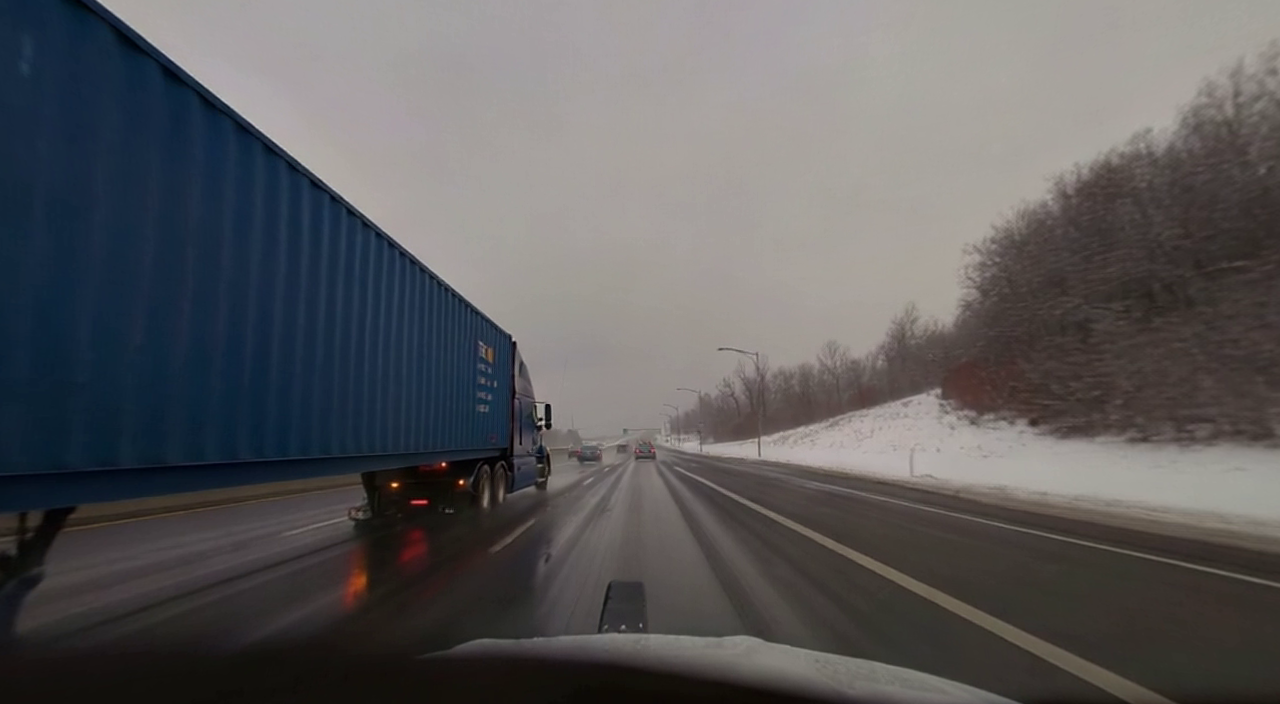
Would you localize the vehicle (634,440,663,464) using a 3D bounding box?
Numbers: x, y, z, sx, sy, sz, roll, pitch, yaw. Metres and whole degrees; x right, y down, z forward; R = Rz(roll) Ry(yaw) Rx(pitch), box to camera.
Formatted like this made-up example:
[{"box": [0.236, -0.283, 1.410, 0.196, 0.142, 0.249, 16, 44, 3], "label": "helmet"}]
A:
[{"box": [0.603, 7.502, 47.494, 2.136, 1.718, 4.157, 0, -8, 0], "label": "vehicle"}]

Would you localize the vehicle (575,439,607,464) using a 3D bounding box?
[{"box": [-3.677, 7.552, 47.926, 1.995, 1.745, 4.187, 0, -8, 1], "label": "vehicle"}]

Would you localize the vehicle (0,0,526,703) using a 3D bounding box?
[{"box": [-3.942, 0.242, 6.282, 2.840, 4.032, 13.388, -1, -8, 1], "label": "vehicle"}]
